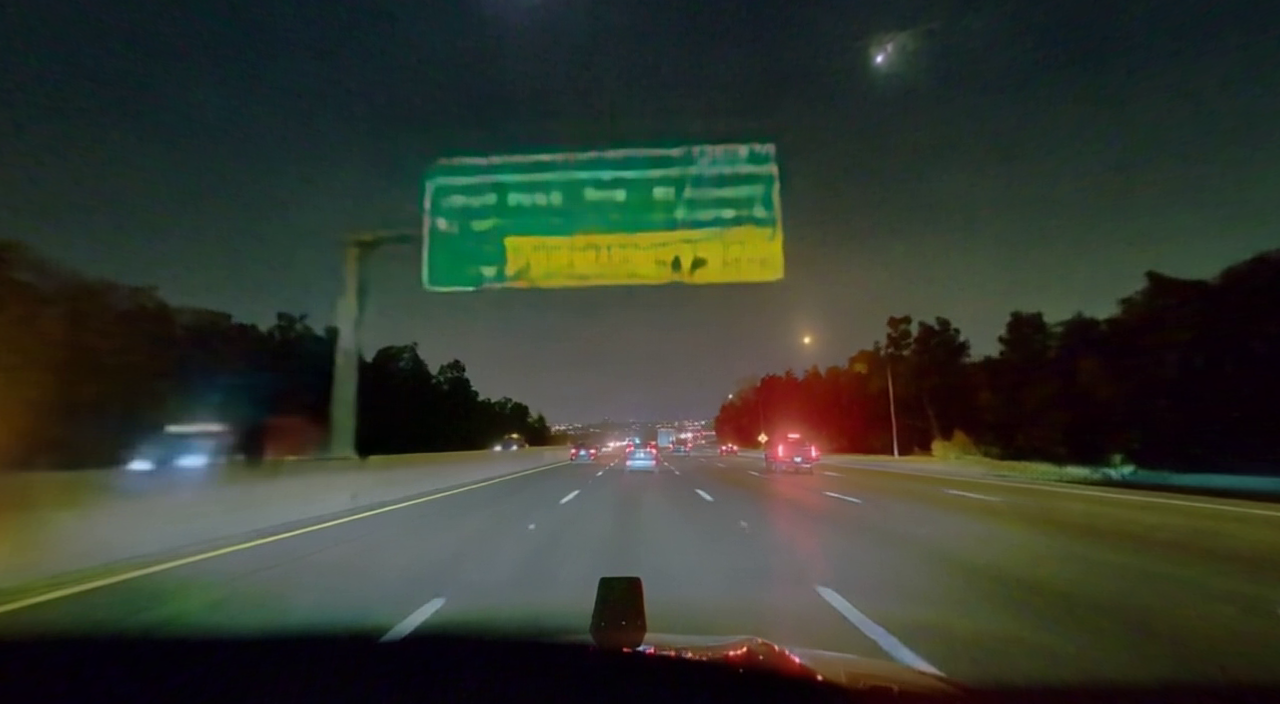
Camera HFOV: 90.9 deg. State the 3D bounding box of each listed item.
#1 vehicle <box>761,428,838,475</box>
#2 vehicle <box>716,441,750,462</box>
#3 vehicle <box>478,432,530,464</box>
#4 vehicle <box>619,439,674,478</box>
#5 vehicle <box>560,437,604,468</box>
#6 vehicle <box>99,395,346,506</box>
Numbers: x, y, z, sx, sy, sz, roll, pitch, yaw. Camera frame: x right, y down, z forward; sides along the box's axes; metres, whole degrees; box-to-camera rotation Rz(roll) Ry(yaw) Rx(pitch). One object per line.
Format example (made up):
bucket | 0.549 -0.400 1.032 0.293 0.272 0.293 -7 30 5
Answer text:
vehicle | 7.088 4.502 28.698 2.094 1.916 5.099 0 -8 -1
vehicle | 7.068 7.569 48.220 1.894 1.511 4.148 0 -8 -1
vehicle | -9.330 6.690 43.886 2.331 2.070 5.440 0 -8 1
vehicle | 0.233 4.398 26.208 2.071 1.464 4.162 0 -8 0
vehicle | -3.391 5.953 37.675 2.140 1.720 4.410 0 -8 1
vehicle | -12.652 3.117 20.269 2.779 2.896 7.441 0 -8 0
